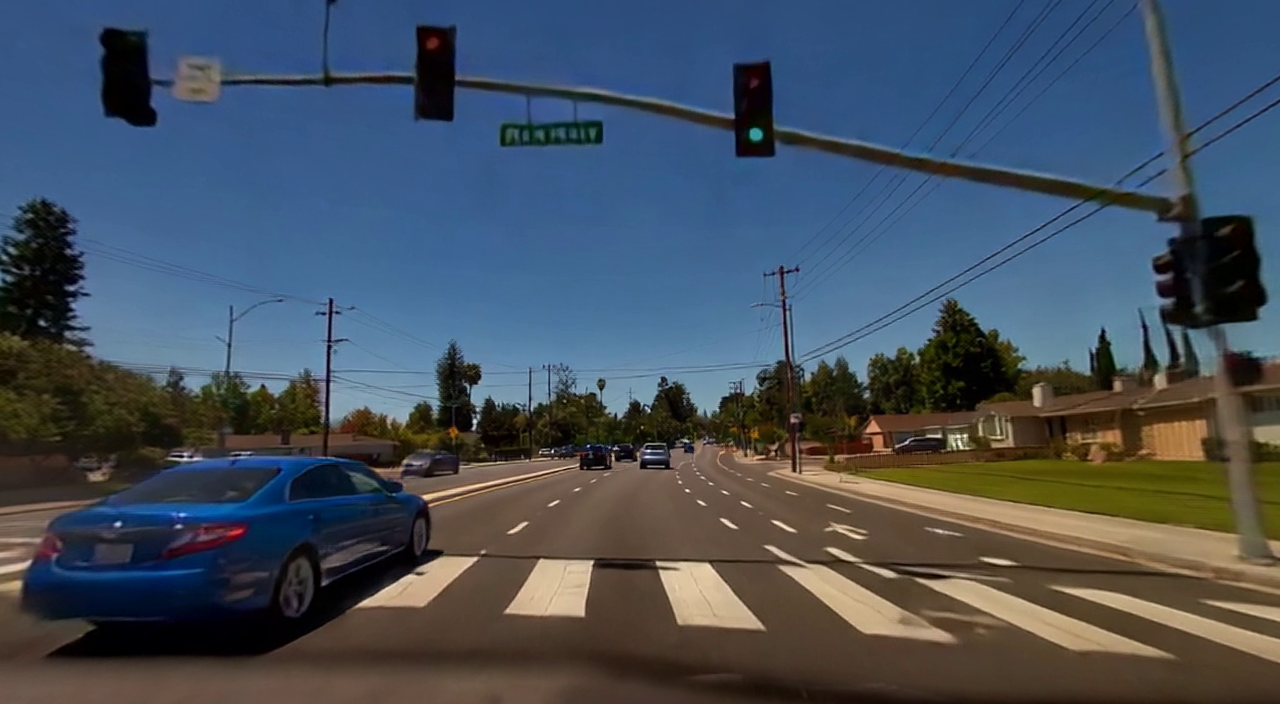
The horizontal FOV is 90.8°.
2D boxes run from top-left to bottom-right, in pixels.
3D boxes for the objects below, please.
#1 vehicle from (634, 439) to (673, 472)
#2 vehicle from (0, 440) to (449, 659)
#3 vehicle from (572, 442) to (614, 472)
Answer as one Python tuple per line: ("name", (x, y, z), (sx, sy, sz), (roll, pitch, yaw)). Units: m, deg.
("vehicle", (0.900, 6.275, 38.533), (2.155, 1.836, 4.250), (0, -9, 4))
("vehicle", (-3.609, 1.633, 6.422), (1.901, 1.409, 4.442), (0, -9, 1))
("vehicle", (-2.771, 6.293, 38.183), (1.899, 1.685, 4.121), (0, -9, 4))
